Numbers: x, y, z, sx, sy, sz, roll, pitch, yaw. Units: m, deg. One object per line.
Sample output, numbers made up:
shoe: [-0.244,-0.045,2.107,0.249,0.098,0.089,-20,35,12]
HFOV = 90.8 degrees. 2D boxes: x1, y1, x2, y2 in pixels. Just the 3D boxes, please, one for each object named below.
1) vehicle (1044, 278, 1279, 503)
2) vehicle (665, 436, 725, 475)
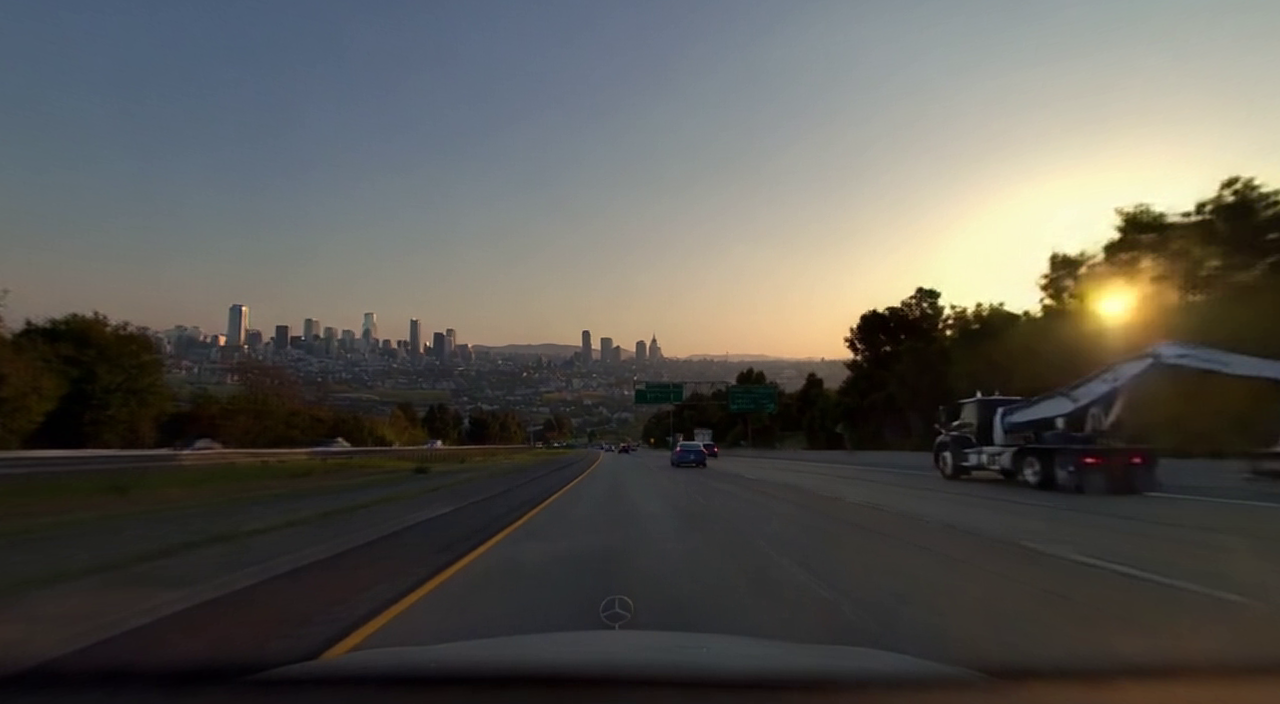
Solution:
vehicle: [14.488,0.610,11.771,3.968,4.321,14.566,-2,-8,-1]
vehicle: [2.541,4.952,30.518,2.305,1.729,4.526,0,-8,-3]
